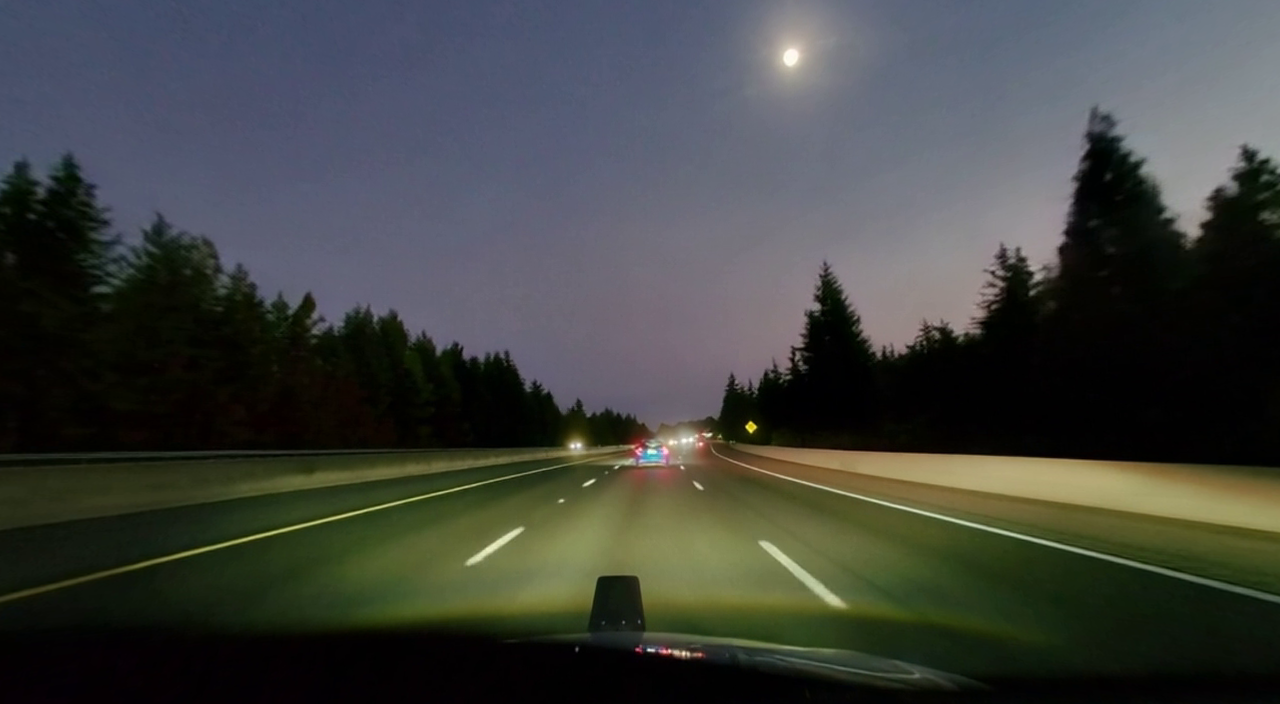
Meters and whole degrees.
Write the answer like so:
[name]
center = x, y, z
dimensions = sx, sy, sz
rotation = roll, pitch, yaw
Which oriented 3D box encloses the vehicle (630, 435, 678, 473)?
[vehicle]
center = 0.669, 4.894, 30.439
dimensions = 2.133, 1.686, 4.203
rotation = 0, -8, 1
